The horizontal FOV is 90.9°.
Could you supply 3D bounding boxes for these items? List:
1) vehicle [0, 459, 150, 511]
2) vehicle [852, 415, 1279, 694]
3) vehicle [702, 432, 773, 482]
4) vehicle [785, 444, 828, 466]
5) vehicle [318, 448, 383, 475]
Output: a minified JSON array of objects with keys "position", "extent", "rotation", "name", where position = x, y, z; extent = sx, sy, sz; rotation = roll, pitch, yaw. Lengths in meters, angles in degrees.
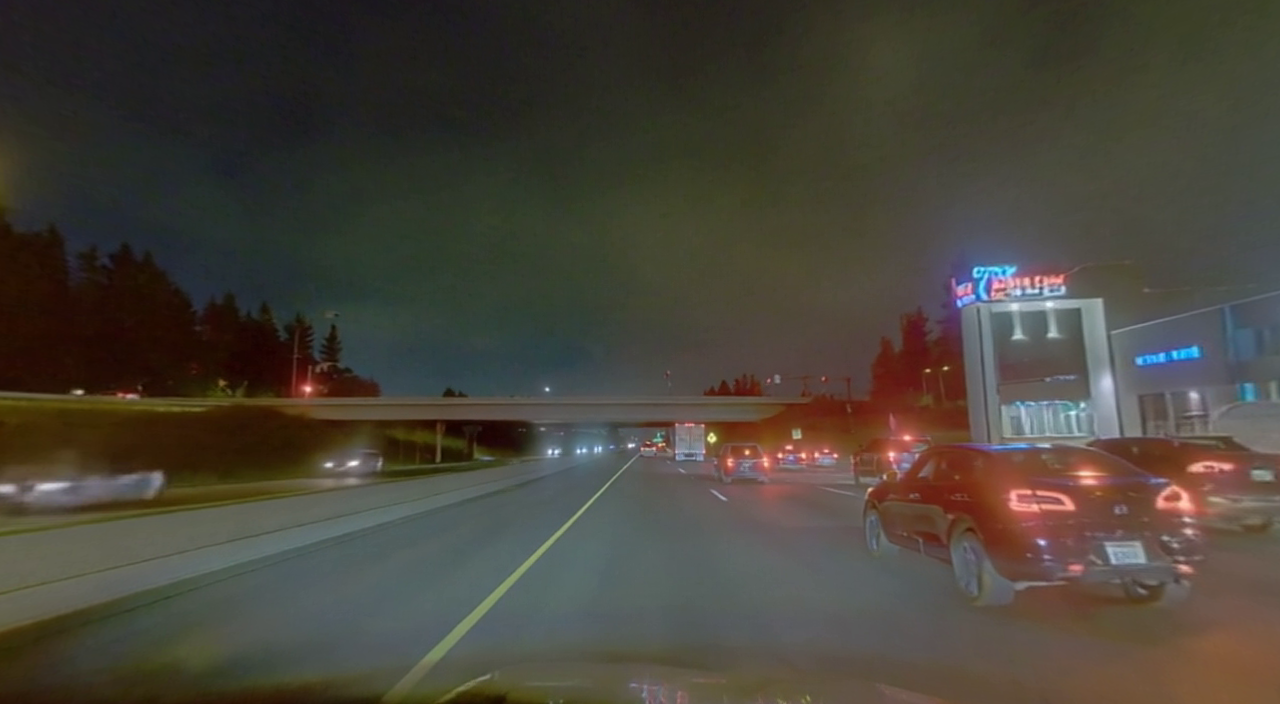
[{"position":[-19.393,4.439,21.487],"extent":[1.894,1.499,4.357],"rotation":[0,-8,0],"name":"vehicle"},{"position":[3.628,1.415,5.669],"extent":[1.902,1.481,4.451],"rotation":[0,-8,0],"name":"vehicle"},{"position":[3.850,4.249,25.817],"extent":[2.086,1.858,4.737],"rotation":[0,-8,-1],"name":"vehicle"},{"position":[11.717,7.260,44.711],"extent":[1.926,1.451,3.936],"rotation":[0,-8,-1],"name":"vehicle"},{"position":[-22.525,8.515,49.353],"extent":[2.242,1.896,5.776],"rotation":[0,-8,1],"name":"vehicle"}]
